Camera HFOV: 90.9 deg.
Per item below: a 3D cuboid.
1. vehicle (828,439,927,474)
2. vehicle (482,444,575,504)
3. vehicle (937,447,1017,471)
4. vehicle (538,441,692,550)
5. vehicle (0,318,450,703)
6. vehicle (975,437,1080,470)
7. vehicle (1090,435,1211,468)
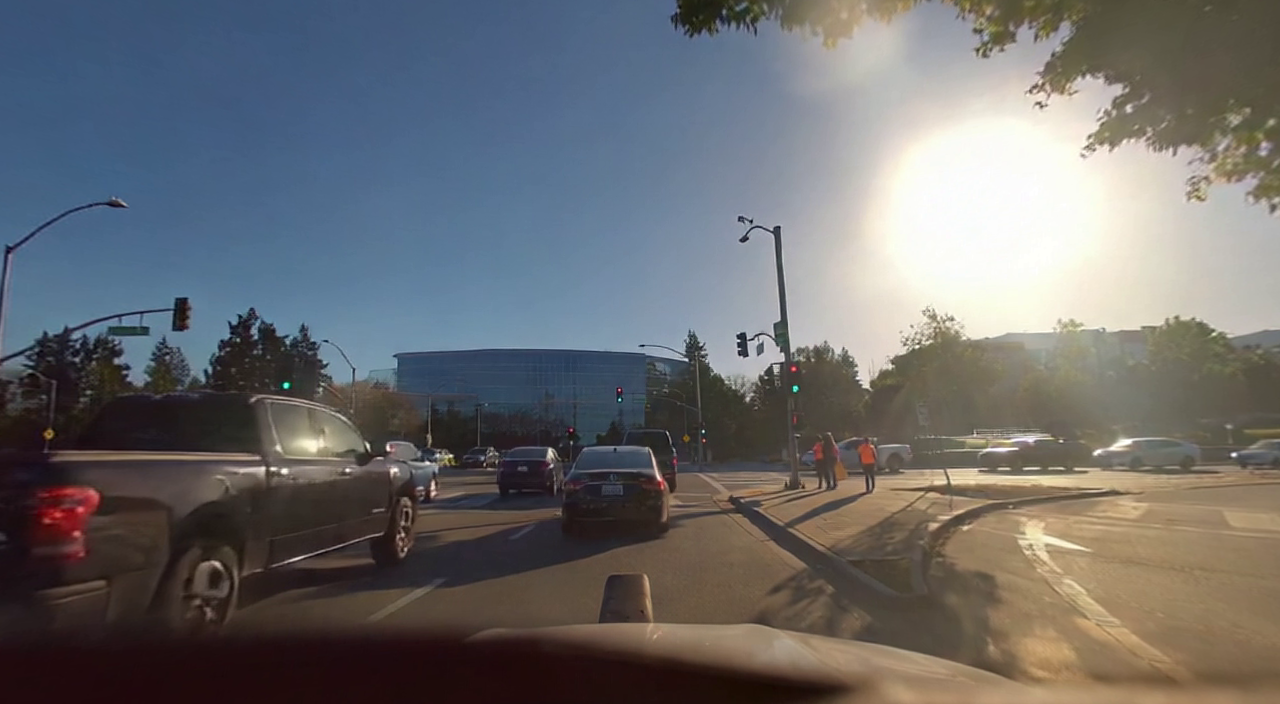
[{"bbox_3d":[12.302,5.428,32.894,4.394,1.724,1.886,0,-9,1],"label":"vehicle"},{"bbox_3d":[-3.361,3.764,20.042,2.003,1.655,4.878,0,-9,0],"label":"vehicle"},{"bbox_3d":[21.211,6.724,39.793,3.983,1.443,1.831,0,-9,1],"label":"vehicle"},{"bbox_3d":[-0.310,2.342,11.077,2.144,1.497,4.446,0,-9,1],"label":"vehicle"},{"bbox_3d":[-3.576,1.180,5.375,2.202,1.961,4.980,0,-9,2],"label":"vehicle"},{"bbox_3d":[22.021,5.763,35.964,4.529,1.786,2.110,0,-9,2],"label":"vehicle"},{"bbox_3d":[29.027,5.676,35.954,4.967,1.794,2.044,0,-9,3],"label":"vehicle"}]
